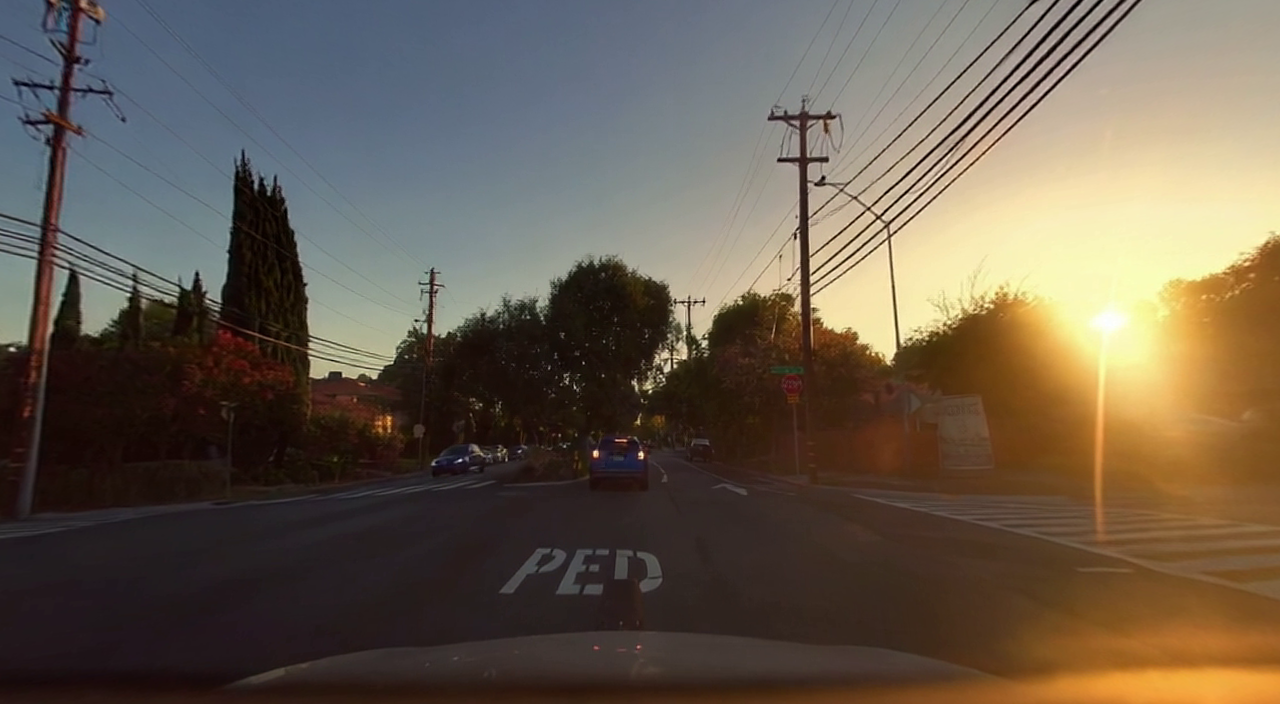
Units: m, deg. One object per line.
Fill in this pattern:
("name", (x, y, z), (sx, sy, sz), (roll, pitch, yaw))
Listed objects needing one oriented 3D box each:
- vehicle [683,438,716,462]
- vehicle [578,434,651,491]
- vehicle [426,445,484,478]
("vehicle", (4.440, 7.413, 47.740), (2.101, 1.744, 4.466), (0, -9, 1))
("vehicle", (-0.661, 3.148, 18.258), (1.877, 1.448, 3.830), (0, -9, 0))
("vehicle", (-9.152, 5.434, 31.559), (1.934, 1.506, 4.032), (1, -9, -4))
